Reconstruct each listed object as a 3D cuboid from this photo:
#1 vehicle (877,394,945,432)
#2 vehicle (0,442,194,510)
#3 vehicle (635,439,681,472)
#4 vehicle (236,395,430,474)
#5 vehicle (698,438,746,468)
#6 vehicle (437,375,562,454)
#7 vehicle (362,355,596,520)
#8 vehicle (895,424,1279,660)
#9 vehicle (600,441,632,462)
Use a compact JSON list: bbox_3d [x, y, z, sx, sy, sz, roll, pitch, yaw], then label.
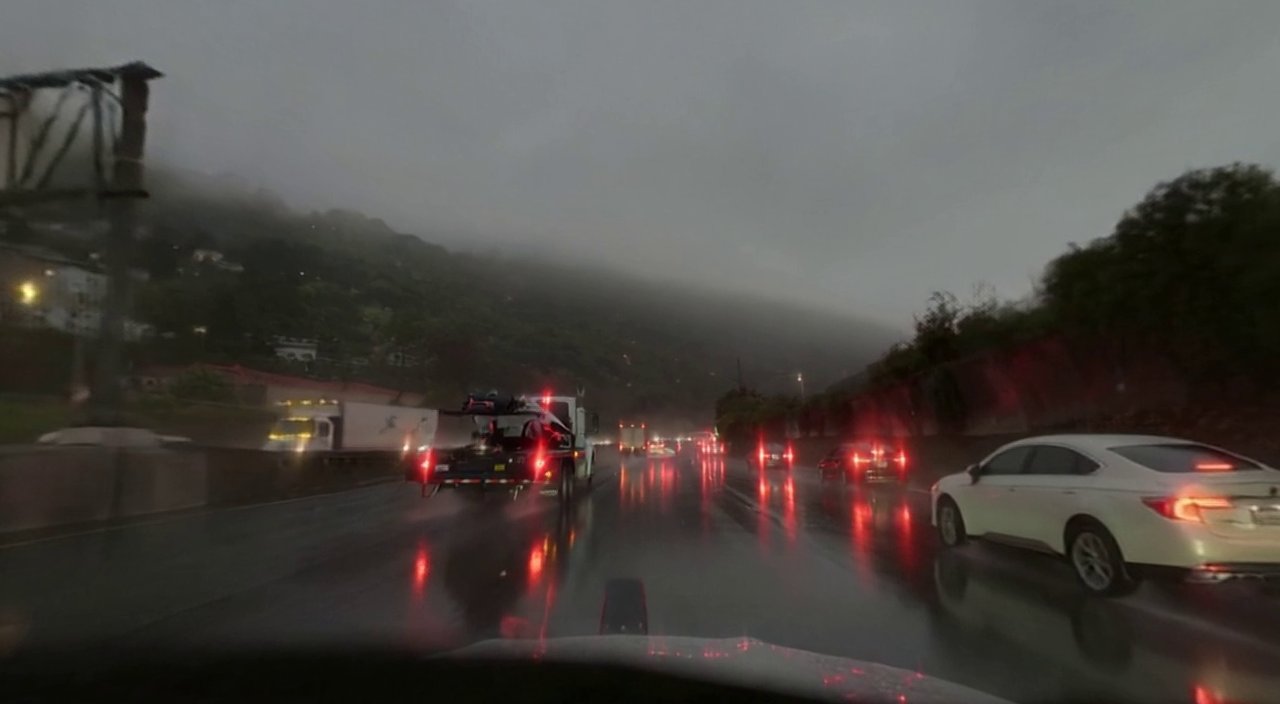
[{"bbox_3d":[19.750,4.532,46.281,2.433,2.488,4.939,1,-8,-5],"label":"vehicle"},{"bbox_3d":[-13.386,2.988,15.709,1.824,1.475,3.671,0,-8,0],"label":"vehicle"},{"bbox_3d":[0.863,4.946,30.367,2.079,1.499,3.915,0,-8,1],"label":"vehicle"},{"bbox_3d":[-16.086,4.700,35.268,3.195,3.540,13.835,-1,-8,4],"label":"vehicle"},{"bbox_3d":[4.732,5.879,36.991,2.075,1.614,4.682,0,-8,-1],"label":"vehicle"},{"bbox_3d":[-3.257,1.660,15.696,1.893,1.674,4.766,0,-8,2],"label":"vehicle"},{"bbox_3d":[-3.240,2.270,16.506,3.162,2.955,10.282,0,-8,2],"label":"vehicle"},{"bbox_3d":[4.529,1.528,6.248,2.040,1.481,4.260,0,-8,-3],"label":"vehicle"},{"bbox_3d":[-1.760,7.374,46.832,2.016,1.450,4.310,0,-8,3],"label":"vehicle"}]
